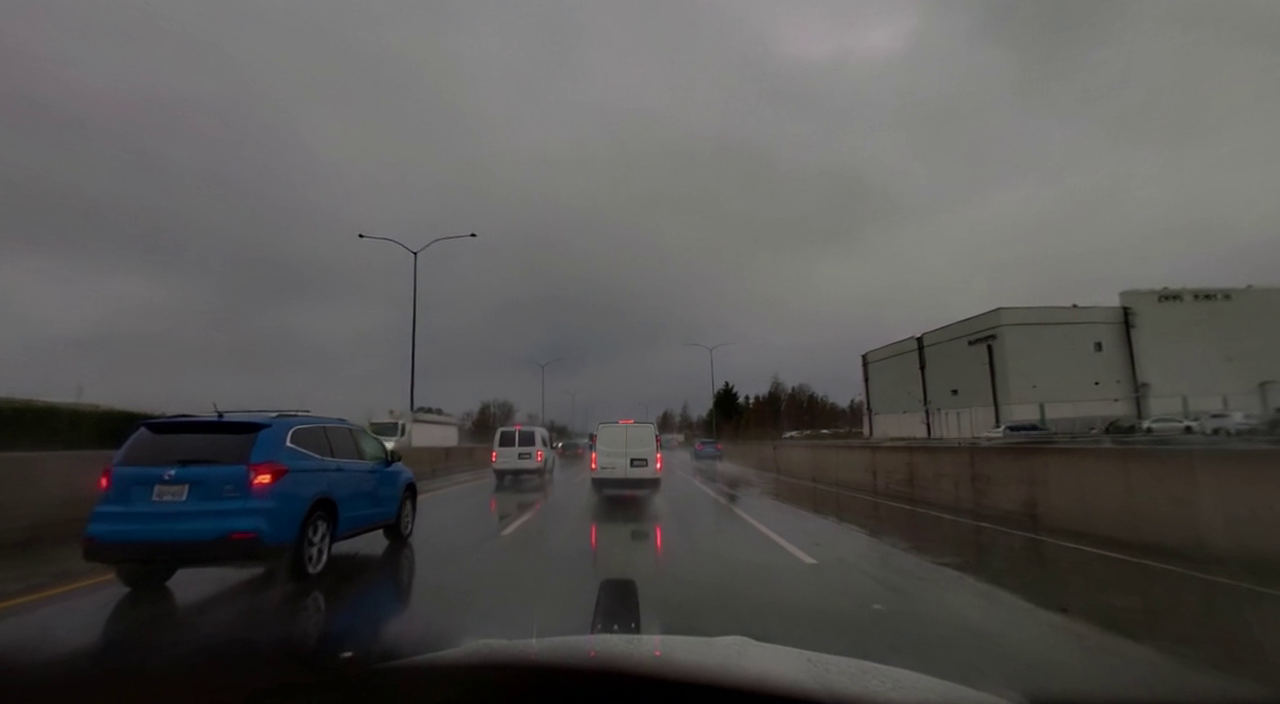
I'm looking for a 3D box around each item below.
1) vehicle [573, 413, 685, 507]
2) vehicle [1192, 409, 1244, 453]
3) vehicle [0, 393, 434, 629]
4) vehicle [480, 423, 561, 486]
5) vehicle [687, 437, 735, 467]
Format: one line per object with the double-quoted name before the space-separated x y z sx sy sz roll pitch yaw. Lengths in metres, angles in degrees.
"vehicle" -0.288 2.543 15.272 2.304 1.925 4.282 0 -8 -1
"vehicle" 30.885 4.241 33.646 1.480 2.238 1.864 -5 -9 30
"vehicle" -3.931 1.467 6.839 1.972 1.703 4.333 0 -8 -1
"vehicle" -4.036 3.517 21.952 2.038 1.936 4.300 0 -8 -1
"vehicle" 3.780 5.383 34.079 1.999 1.494 3.833 0 -8 -3
